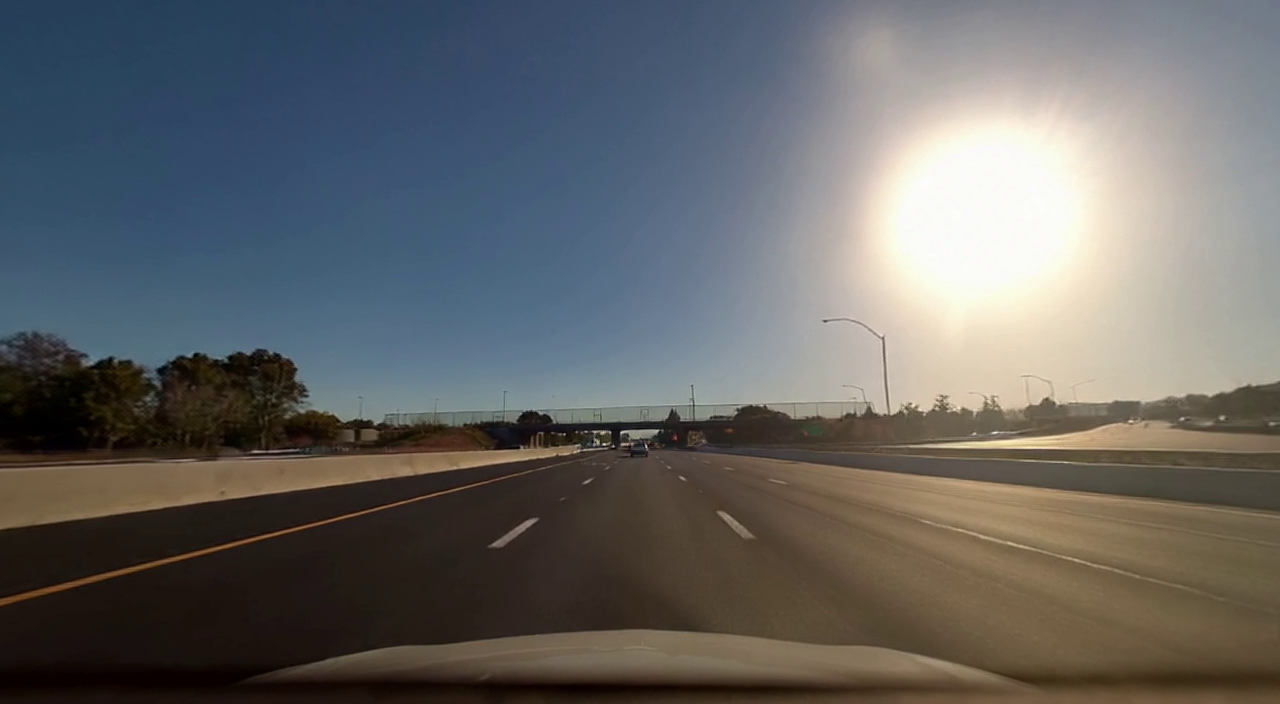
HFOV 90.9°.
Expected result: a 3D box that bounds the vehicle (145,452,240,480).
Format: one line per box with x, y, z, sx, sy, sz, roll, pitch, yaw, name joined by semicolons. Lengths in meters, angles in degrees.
-26.971;6.860;38.262;2.011;1.531;4.982;0;-8;1;vehicle
